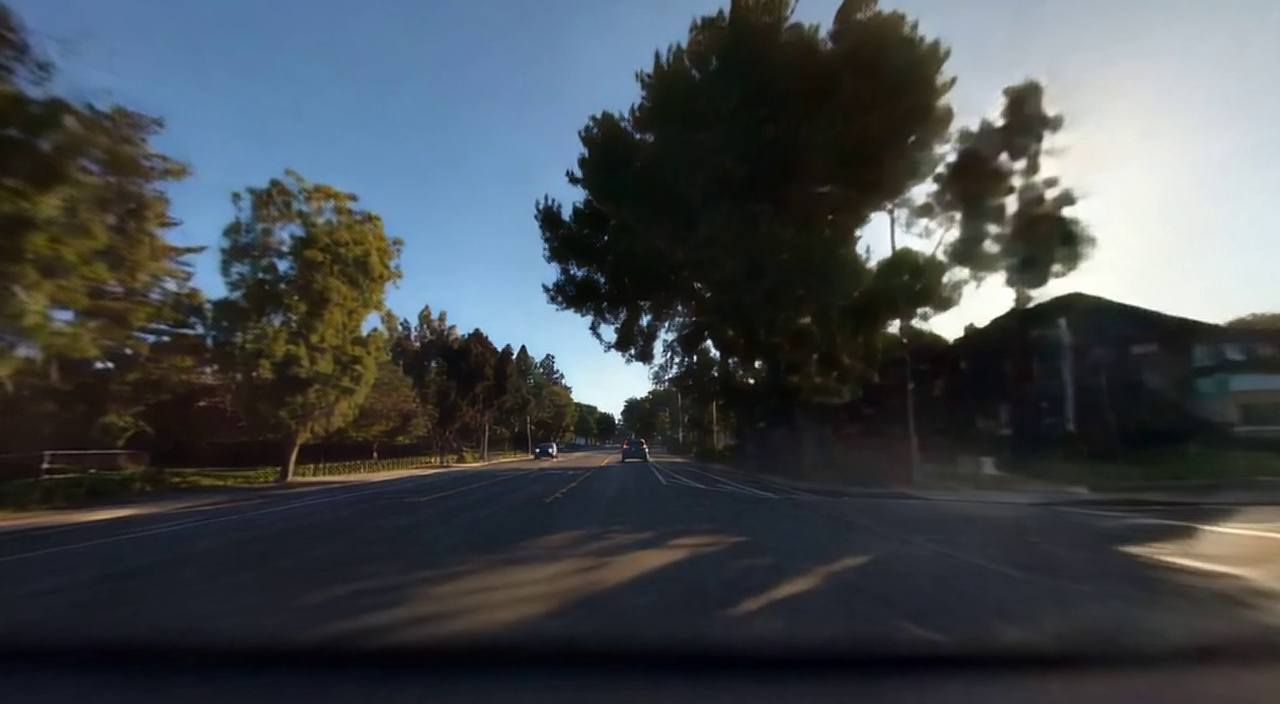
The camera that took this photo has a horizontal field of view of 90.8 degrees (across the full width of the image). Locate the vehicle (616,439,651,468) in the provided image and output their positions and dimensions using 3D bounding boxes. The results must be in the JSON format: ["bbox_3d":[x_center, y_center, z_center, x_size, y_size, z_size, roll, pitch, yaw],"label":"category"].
[{"bbox_3d":[-0.487,6.813,42.612,2.230,1.827,4.298,0,-8,-2],"label":"vehicle"}]
